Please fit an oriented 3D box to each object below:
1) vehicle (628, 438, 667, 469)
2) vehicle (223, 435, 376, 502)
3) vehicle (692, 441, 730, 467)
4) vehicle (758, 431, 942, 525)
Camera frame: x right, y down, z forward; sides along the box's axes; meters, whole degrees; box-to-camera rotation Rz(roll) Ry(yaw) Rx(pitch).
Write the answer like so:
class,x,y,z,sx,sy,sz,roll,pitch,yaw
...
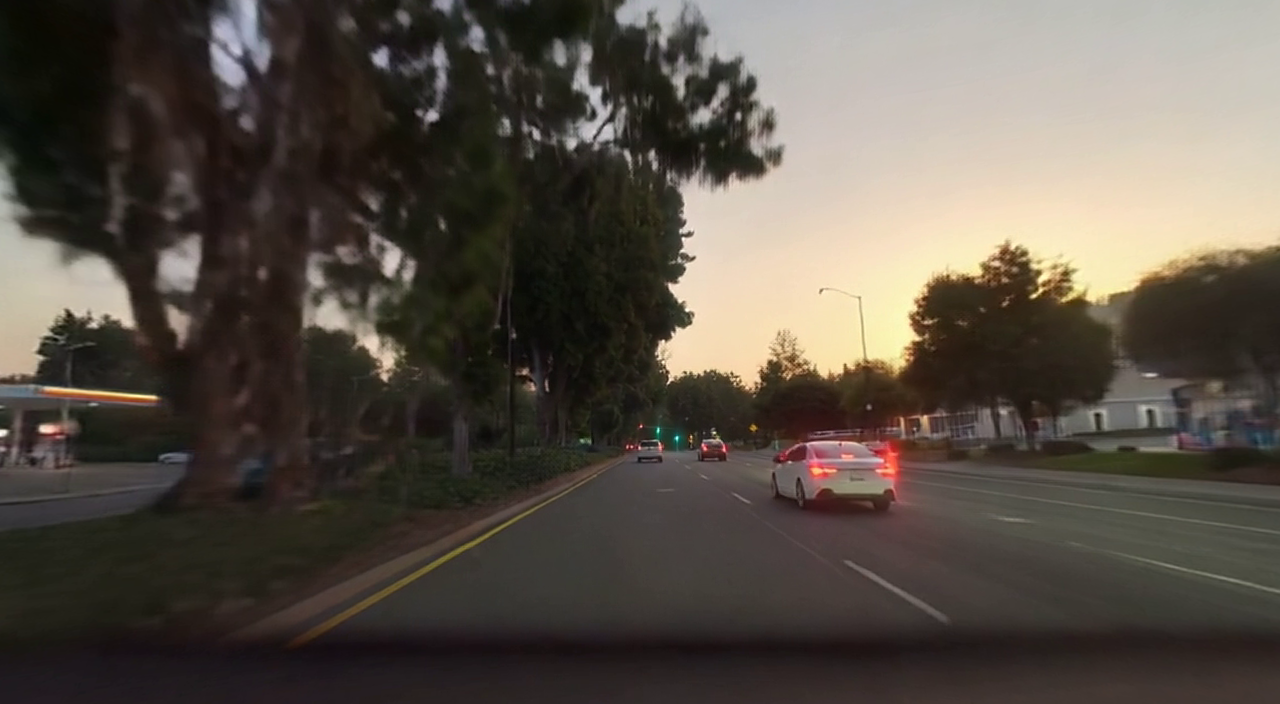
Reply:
class,x,y,z,sx,sy,sz,roll,pitch,yaw
vehicle,0.493,5.991,37.143,2.172,1.694,4.055,0,-9,1
vehicle,-9.626,3.302,18.235,2.004,1.683,4.290,0,-9,0
vehicle,4.519,6.565,40.566,1.980,1.515,4.362,0,-9,0
vehicle,3.897,2.435,12.739,2.119,1.509,4.756,0,-9,0
